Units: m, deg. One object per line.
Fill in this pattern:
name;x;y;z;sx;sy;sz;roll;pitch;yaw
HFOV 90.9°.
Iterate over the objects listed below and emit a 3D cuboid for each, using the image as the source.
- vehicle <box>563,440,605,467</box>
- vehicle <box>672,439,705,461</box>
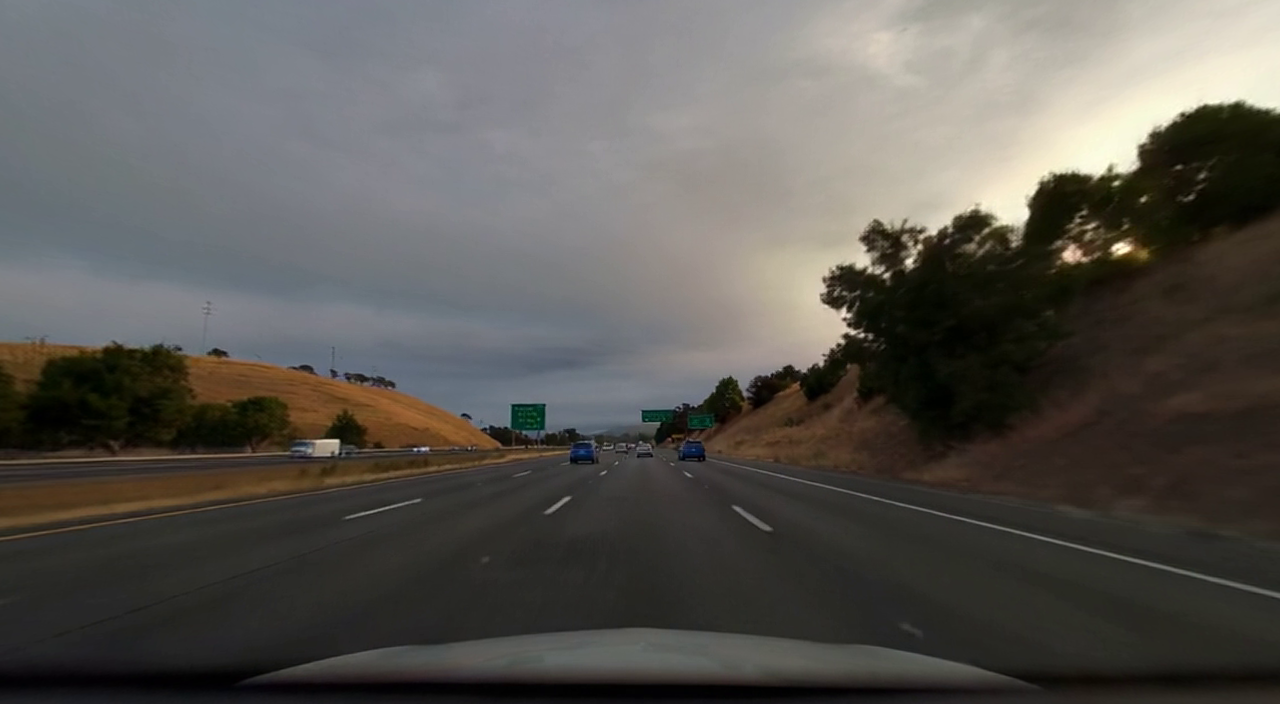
vehicle;-3.447;6.331;39.552;2.159;1.562;4.441;0;-8;1
vehicle;3.734;7.618;49.181;2.168;1.681;4.279;0;-8;0
